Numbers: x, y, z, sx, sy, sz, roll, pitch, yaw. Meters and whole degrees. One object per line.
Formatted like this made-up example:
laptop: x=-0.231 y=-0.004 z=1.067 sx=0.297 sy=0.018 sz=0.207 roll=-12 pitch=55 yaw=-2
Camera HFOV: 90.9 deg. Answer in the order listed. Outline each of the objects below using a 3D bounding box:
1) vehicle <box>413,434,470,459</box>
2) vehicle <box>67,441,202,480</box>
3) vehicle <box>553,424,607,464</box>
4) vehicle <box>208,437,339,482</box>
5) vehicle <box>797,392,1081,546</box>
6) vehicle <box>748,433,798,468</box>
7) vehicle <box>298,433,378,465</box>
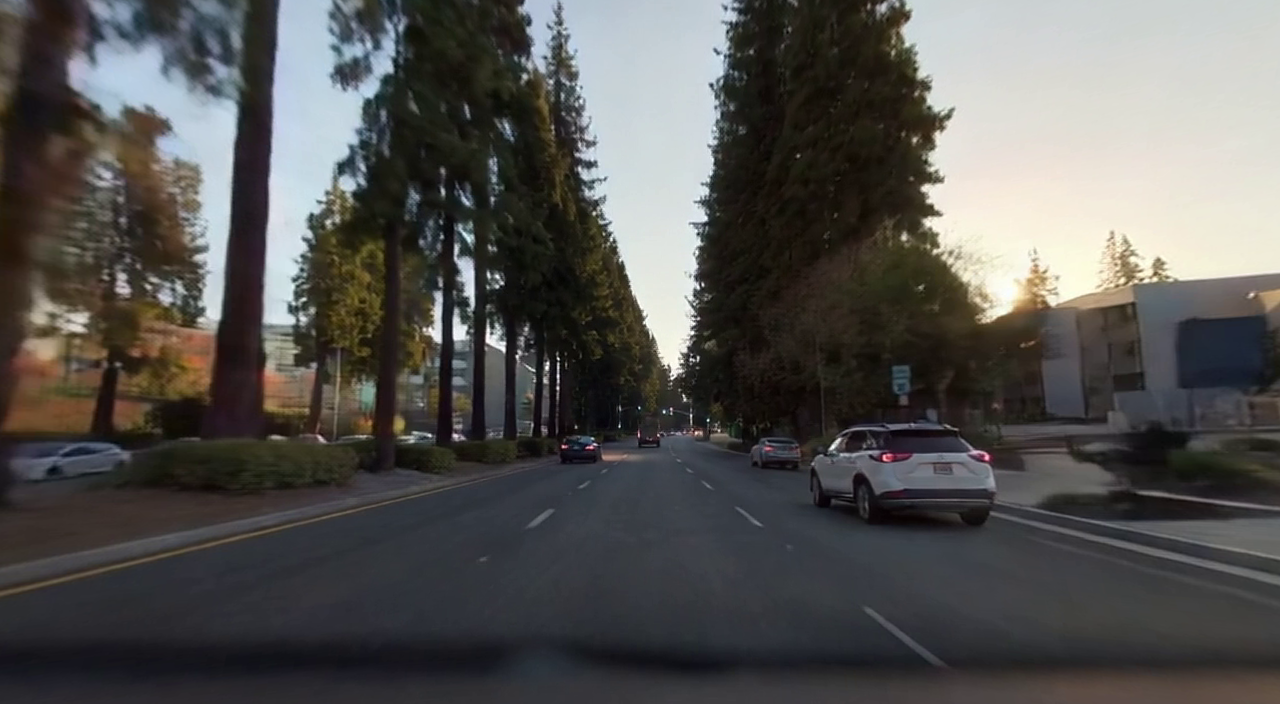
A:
vehicle: x=-12.586 y=6.033 z=40.253 sx=2.053 sy=1.496 sz=4.569 roll=0 pitch=-8 yaw=2
vehicle: x=-20.587 y=4.421 z=25.972 sx=1.906 sy=1.470 sz=4.369 roll=0 pitch=-8 yaw=0
vehicle: x=-3.132 y=4.946 z=33.795 sx=2.255 sy=1.940 sz=4.822 roll=0 pitch=-8 yaw=2
vehicle: x=-13.154 y=3.875 z=23.004 sx=1.897 sy=1.472 sz=4.592 roll=0 pitch=-8 yaw=2
vehicle: x=4.696 y=1.985 z=11.380 sx=2.381 sy=2.008 sz=5.971 roll=0 pitch=-8 yaw=2
vehicle: x=7.165 y=5.367 z=34.361 sx=2.280 sy=1.757 sz=4.572 roll=-1 pitch=-9 yaw=7
vehicle: x=-16.714 y=5.408 z=35.223 sx=2.059 sy=1.688 sz=4.657 roll=0 pitch=-8 yaw=1
